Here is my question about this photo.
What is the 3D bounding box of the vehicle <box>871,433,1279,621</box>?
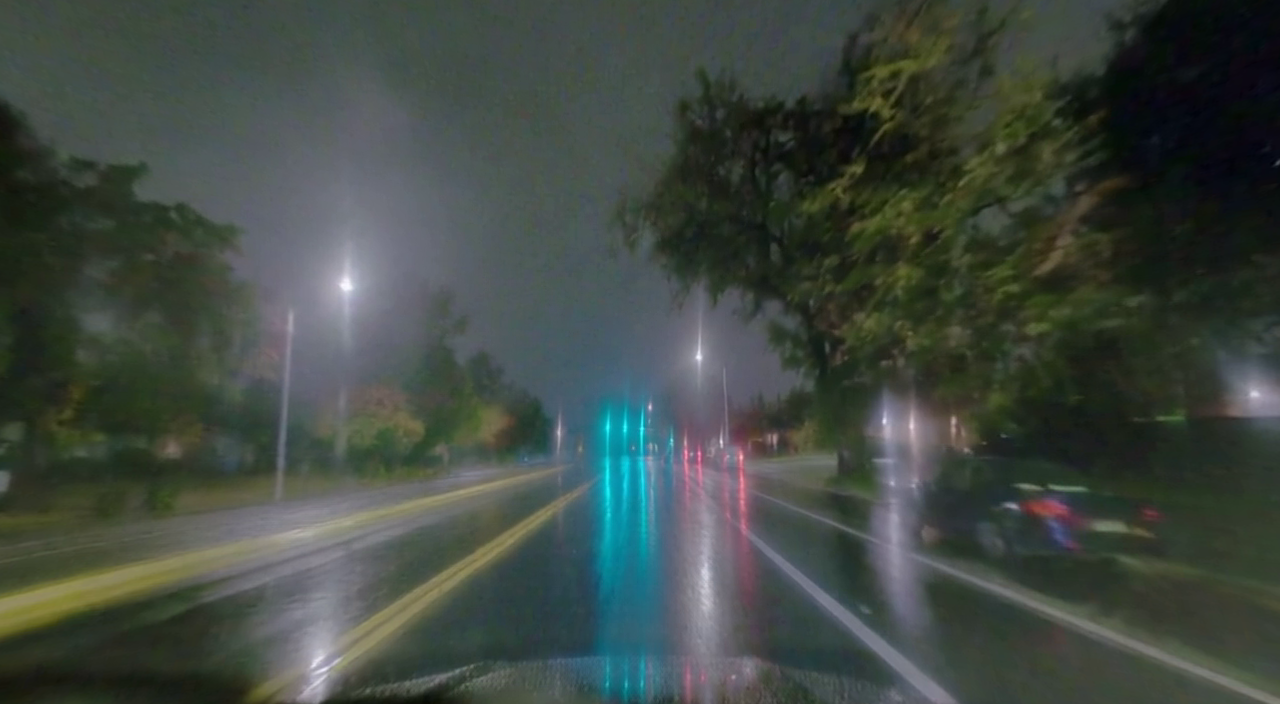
[{"bbox_3d":[4.812,1.780,7.609,2.021,1.491,4.906,1,-8,-2],"label":"vehicle"}]

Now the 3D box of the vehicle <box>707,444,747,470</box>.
[{"bbox_3d":[5.369,6.536,39.436,1.955,1.549,4.129,0,-8,0],"label":"vehicle"}]
